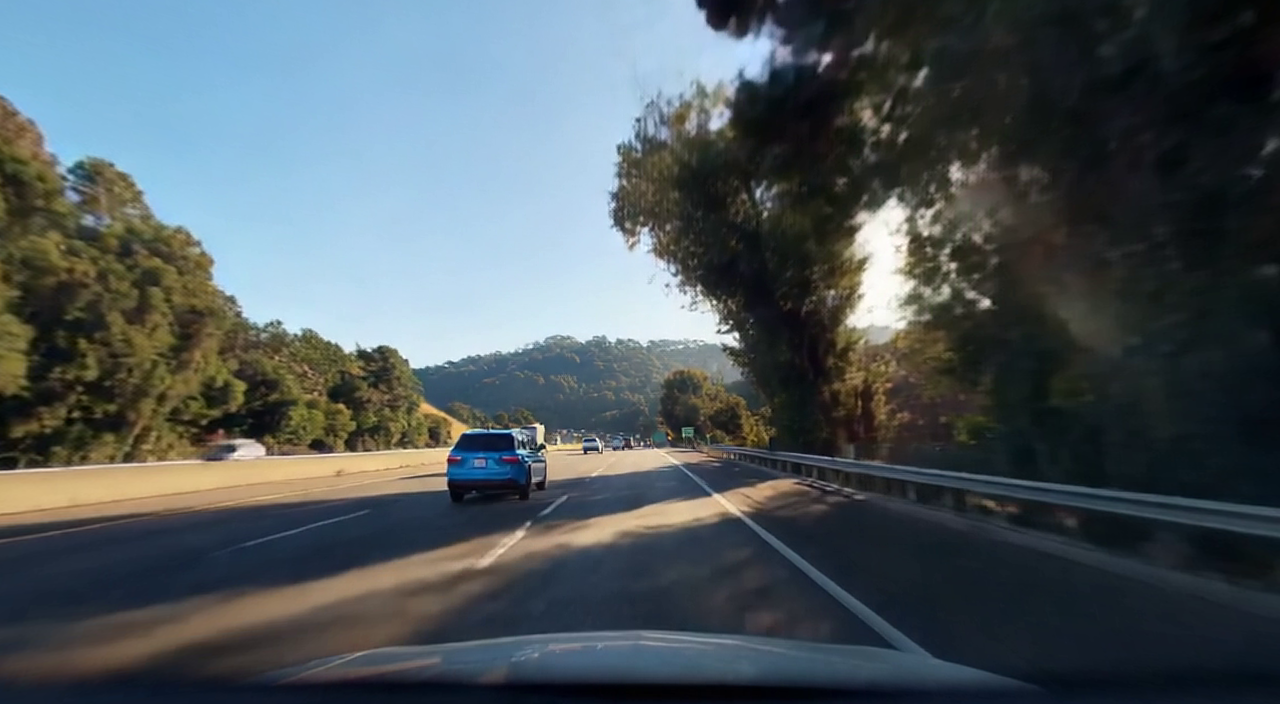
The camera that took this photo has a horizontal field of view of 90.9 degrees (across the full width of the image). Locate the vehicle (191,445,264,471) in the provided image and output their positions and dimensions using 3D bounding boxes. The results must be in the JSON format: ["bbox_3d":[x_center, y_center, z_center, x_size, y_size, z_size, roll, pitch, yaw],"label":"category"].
[{"bbox_3d":[-28.527,7.295,43.801,1.925,1.639,4.698,-1,-8,0],"label":"vehicle"}]

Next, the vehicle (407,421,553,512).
[{"bbox_3d":[-3.405,2.522,14.444,2.138,1.718,4.415,-1,-8,1],"label":"vehicle"}]
